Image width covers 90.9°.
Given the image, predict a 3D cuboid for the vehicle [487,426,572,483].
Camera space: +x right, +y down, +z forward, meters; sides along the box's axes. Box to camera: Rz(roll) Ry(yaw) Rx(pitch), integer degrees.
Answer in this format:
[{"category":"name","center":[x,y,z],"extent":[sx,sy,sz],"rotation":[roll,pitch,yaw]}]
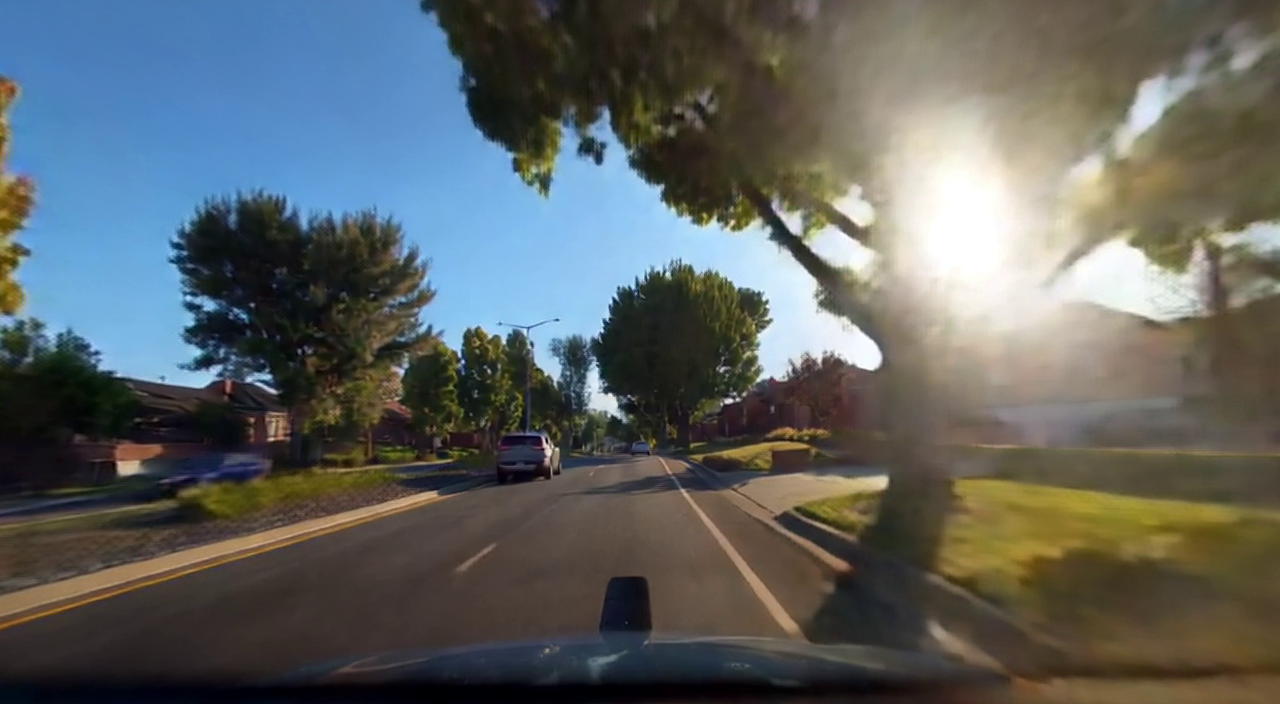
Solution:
[{"category":"vehicle","center":[-3.659,3.505,21.788],"extent":[2.073,1.770,4.302],"rotation":[0,-8,1]}]

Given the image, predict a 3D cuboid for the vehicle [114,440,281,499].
[{"category":"vehicle","center":[-15.306,4.047,22.295],"extent":[2.008,1.801,5.285],"rotation":[0,-8,0]}]
